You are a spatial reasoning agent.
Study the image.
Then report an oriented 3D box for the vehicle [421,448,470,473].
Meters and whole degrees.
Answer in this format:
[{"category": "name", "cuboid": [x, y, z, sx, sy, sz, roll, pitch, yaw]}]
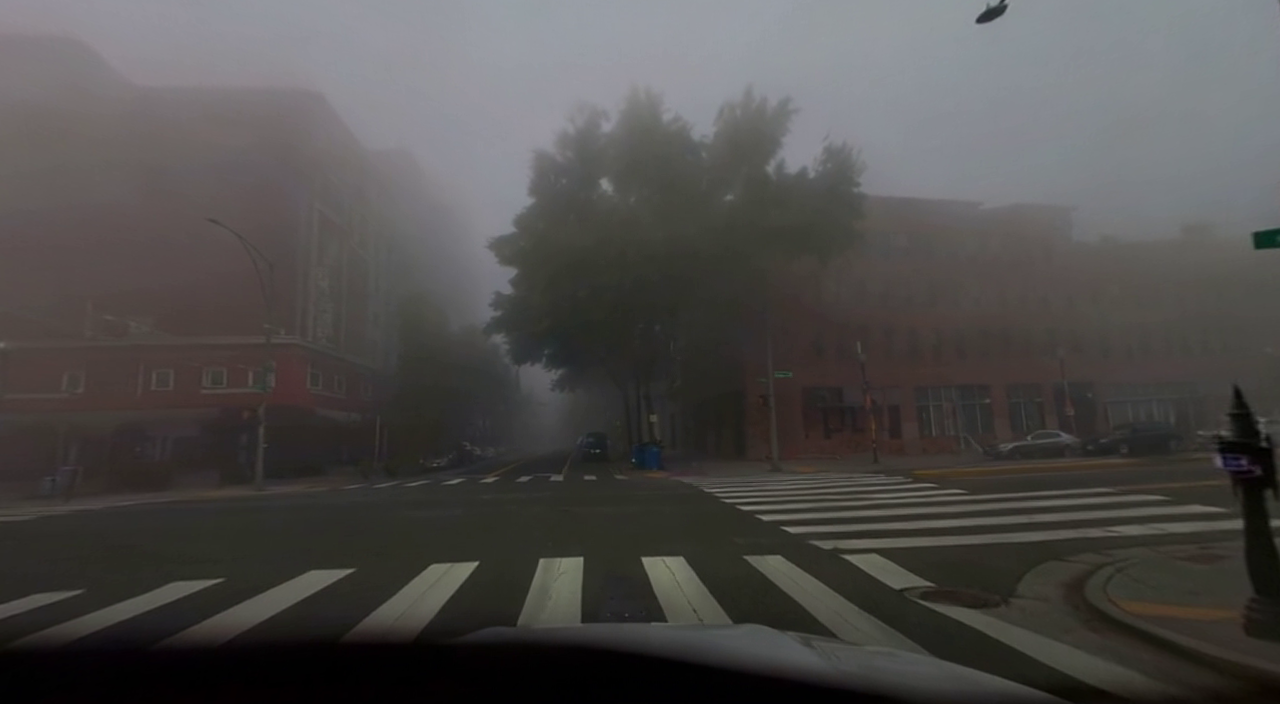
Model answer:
[{"category": "vehicle", "cuboid": [-12.242, 6.834, 39.930, 2.033, 1.491, 4.298, 0, -8, -5]}]
